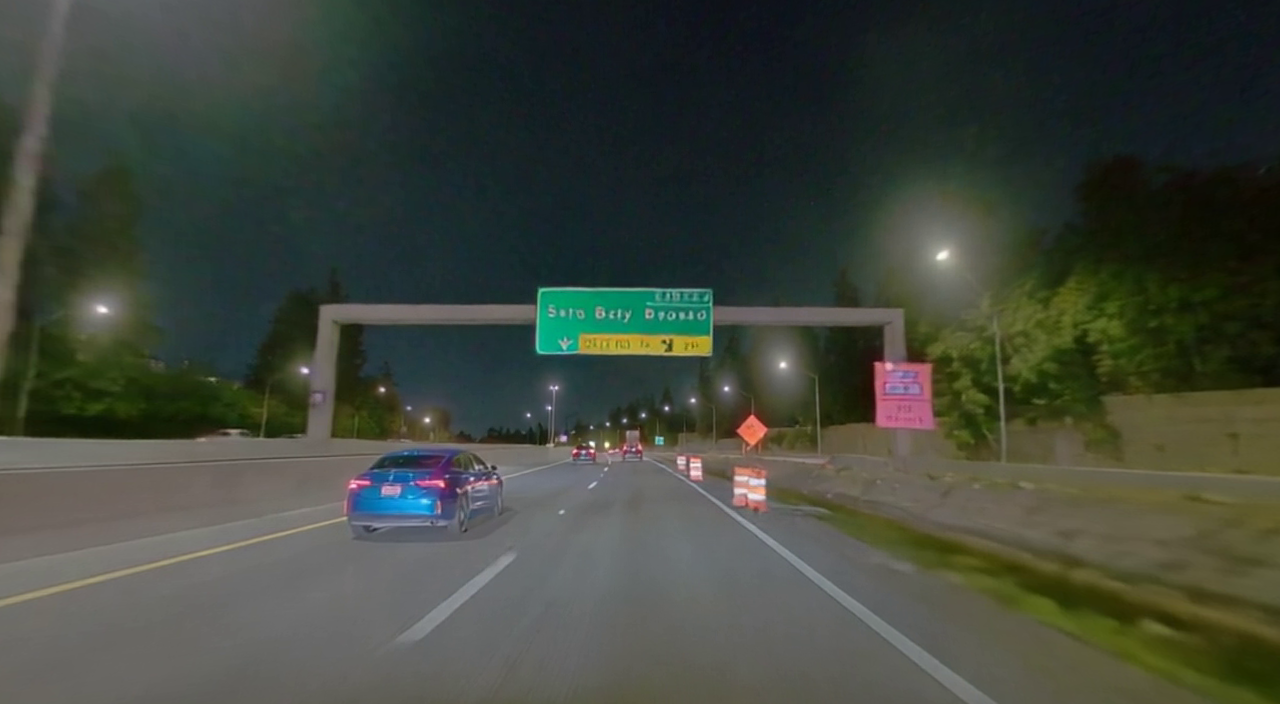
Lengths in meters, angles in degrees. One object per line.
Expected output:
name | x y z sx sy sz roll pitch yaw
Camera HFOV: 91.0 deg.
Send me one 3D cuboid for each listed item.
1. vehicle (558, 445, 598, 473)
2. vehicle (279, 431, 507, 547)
vehicle | -3.434 6.006 35.629 1.965 1.459 4.145 1 -9 -2
vehicle | -3.779 2.186 10.770 2.012 1.510 4.672 0 -9 0
